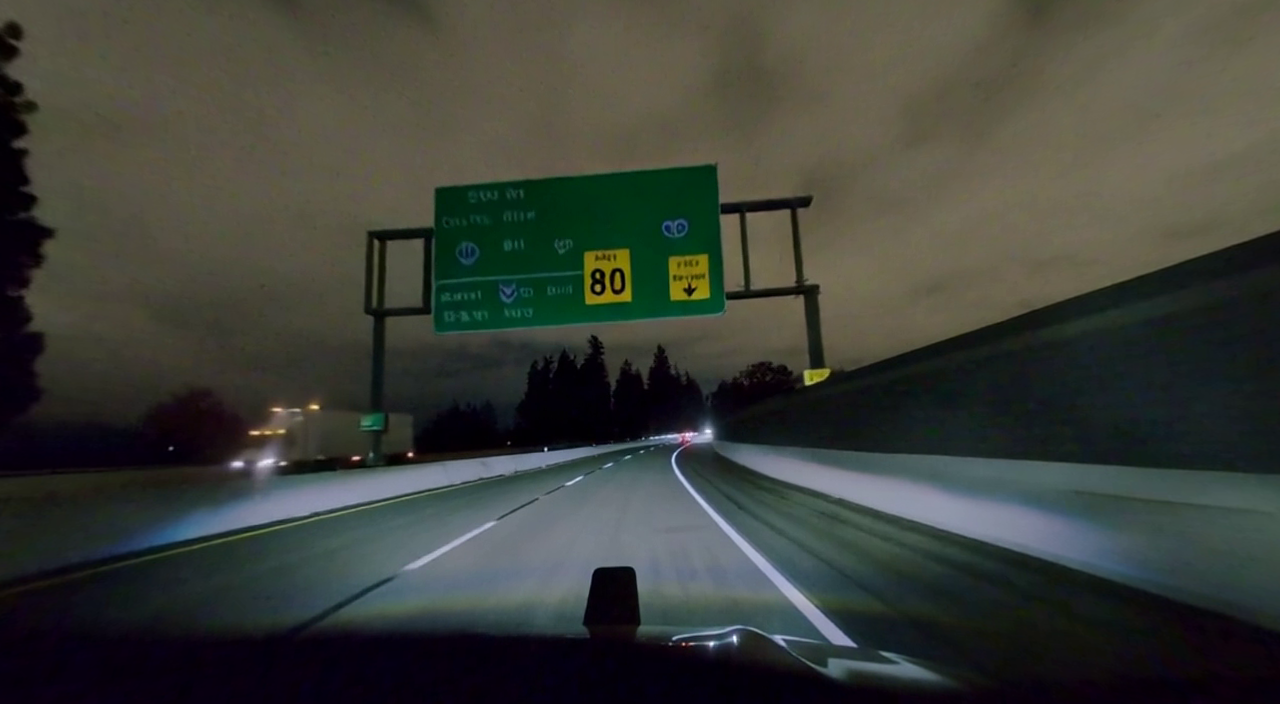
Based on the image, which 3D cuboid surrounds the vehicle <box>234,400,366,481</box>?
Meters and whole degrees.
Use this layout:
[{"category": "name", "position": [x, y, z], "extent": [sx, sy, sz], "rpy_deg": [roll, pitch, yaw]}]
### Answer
[{"category": "vehicle", "position": [-17.214, 4.569, 32.475], "extent": [3.120, 3.715, 6.168], "rpy_deg": [-1, -8, 2]}]
